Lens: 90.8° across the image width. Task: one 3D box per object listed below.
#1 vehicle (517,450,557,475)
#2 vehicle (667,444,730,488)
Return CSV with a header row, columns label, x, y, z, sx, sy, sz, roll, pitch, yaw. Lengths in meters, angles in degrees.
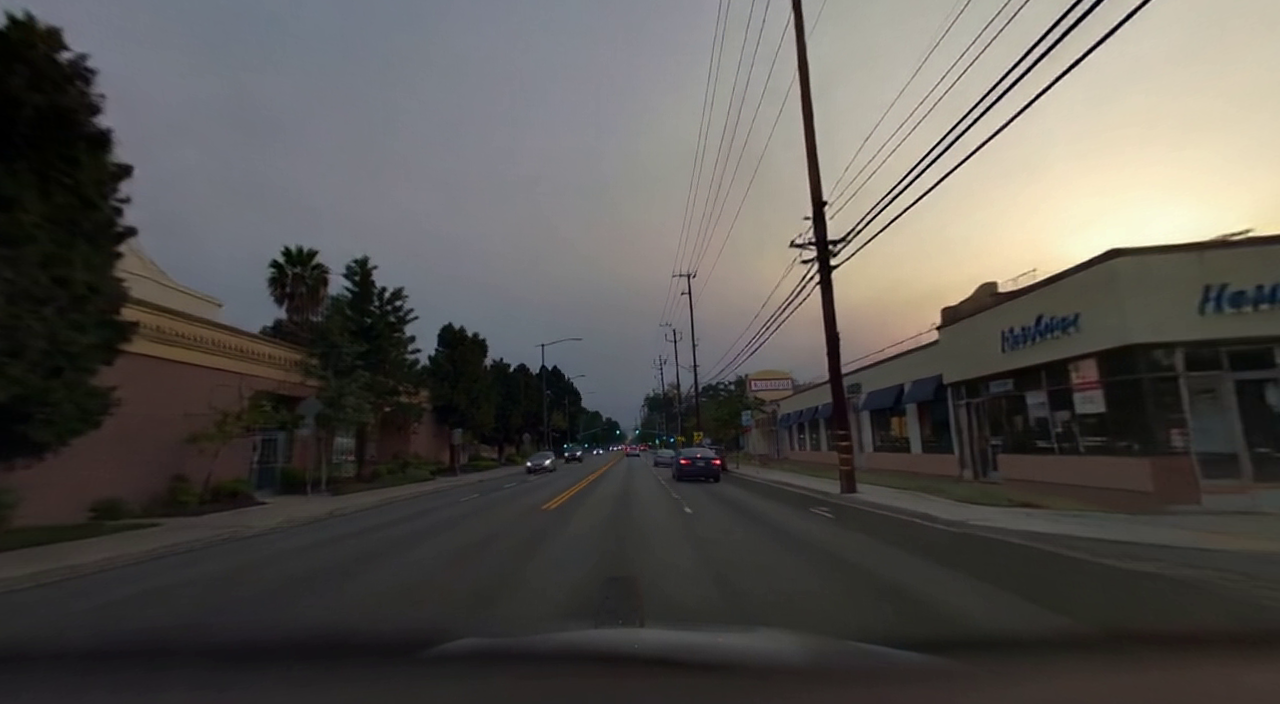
label,x,y,z,sx,sy,sz,roll,pitch,yaw
vehicle,-6.531,7.029,40.530,1.868,1.466,4.397,0,-9,0
vehicle,2.149,4.316,24.214,1.975,1.497,3.647,0,-9,-2
